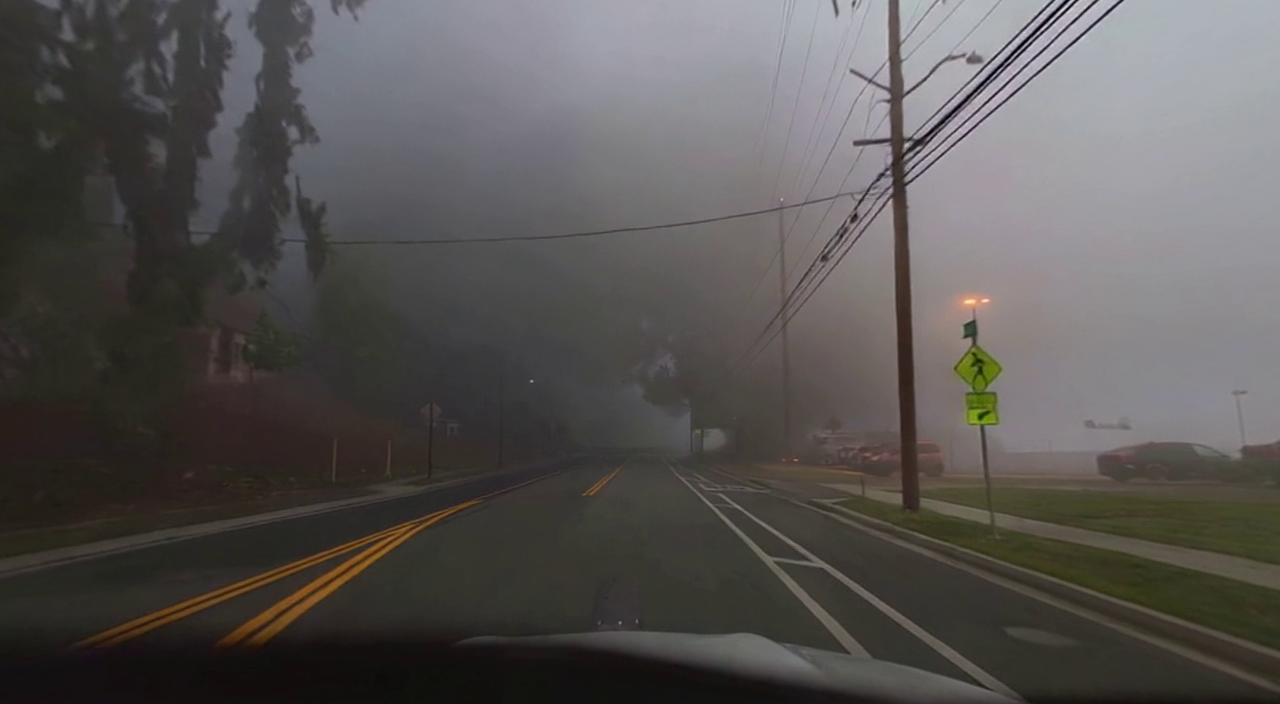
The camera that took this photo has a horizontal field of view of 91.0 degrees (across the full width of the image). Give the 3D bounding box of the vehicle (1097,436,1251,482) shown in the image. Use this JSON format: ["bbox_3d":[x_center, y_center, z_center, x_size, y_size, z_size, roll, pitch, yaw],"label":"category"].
[{"bbox_3d":[21.218,4.232,25.169,3.943,1.664,2.391,0,-8,-1],"label":"vehicle"}]

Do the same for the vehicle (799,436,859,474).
[{"bbox_3d":[10.483,5.753,35.259,1.912,1.953,4.651,0,-9,0],"label":"vehicle"}]

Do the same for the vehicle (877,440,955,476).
[{"bbox_3d":[13.742,5.303,31.660,1.935,1.683,4.669,0,-9,3],"label":"vehicle"}]
